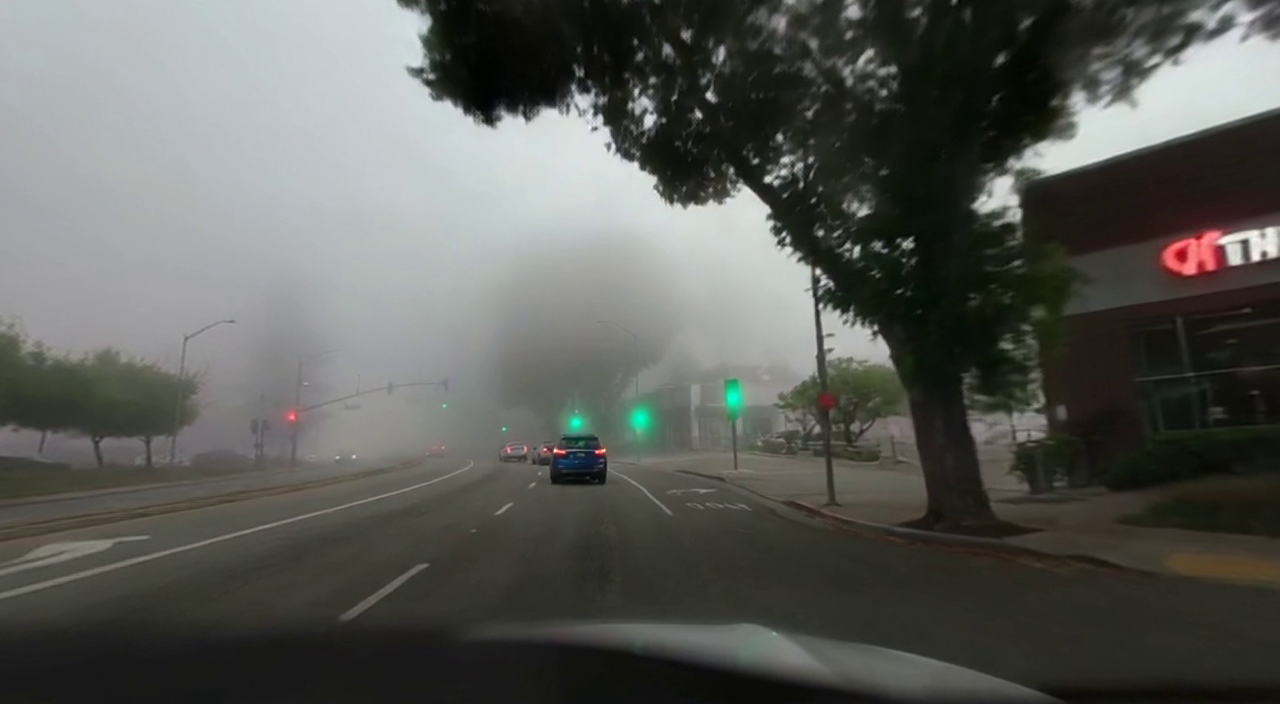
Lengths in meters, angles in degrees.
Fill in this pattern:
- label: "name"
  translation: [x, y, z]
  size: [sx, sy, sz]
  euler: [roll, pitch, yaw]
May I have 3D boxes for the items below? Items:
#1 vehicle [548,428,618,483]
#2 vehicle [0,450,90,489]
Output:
- label: "vehicle"
  translation: [-2.049, 3.577, 22.104]
  size: [2.227, 1.733, 3.930]
  euler: [1, -8, -7]
- label: "vehicle"
  translation: [-31.390, 5.868, 31.664]
  size: [5.060, 1.793, 2.403]
  euler: [2, -9, -14]
